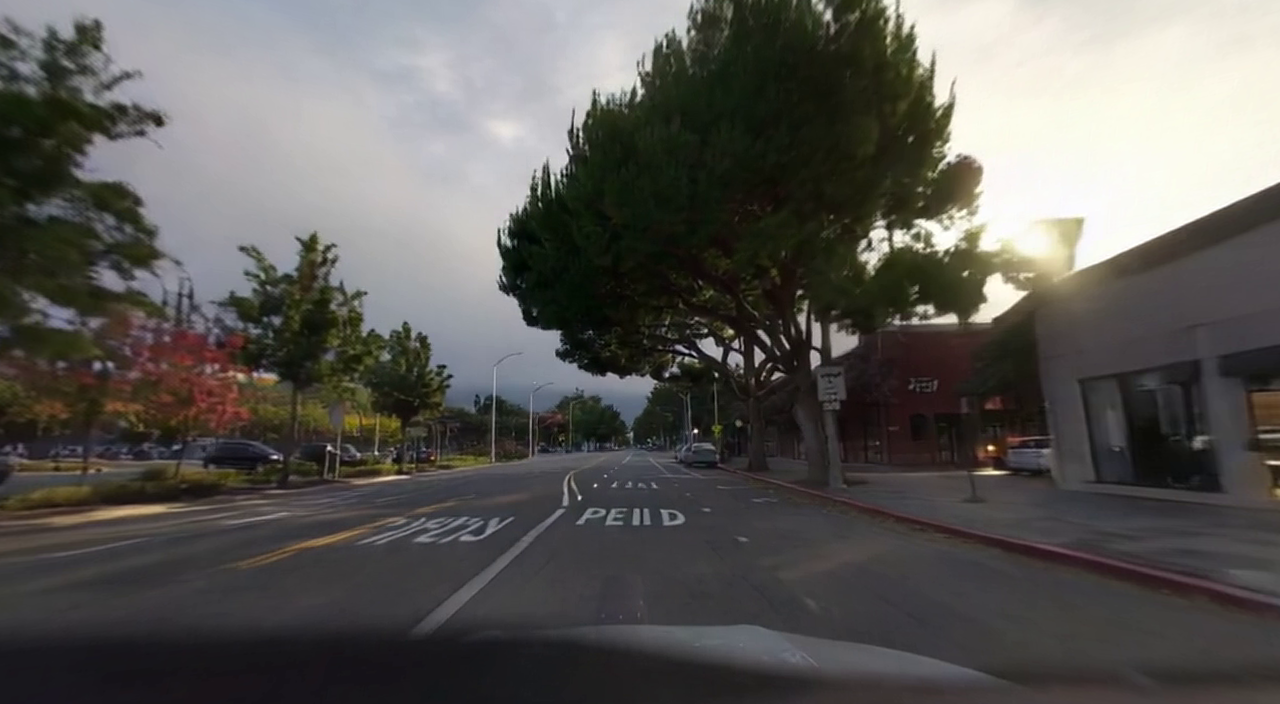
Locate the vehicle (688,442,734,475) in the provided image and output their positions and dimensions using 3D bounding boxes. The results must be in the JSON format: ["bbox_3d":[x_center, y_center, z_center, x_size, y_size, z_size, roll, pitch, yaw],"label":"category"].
[{"bbox_3d":[3.955,5.999,35.878,1.957,1.753,4.413,0,-8,-2],"label":"vehicle"}]

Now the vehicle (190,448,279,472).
[{"bbox_3d":[-26.107,6.966,40.821,4.402,1.449,1.880,3,-8,-18],"label":"vehicle"}]
